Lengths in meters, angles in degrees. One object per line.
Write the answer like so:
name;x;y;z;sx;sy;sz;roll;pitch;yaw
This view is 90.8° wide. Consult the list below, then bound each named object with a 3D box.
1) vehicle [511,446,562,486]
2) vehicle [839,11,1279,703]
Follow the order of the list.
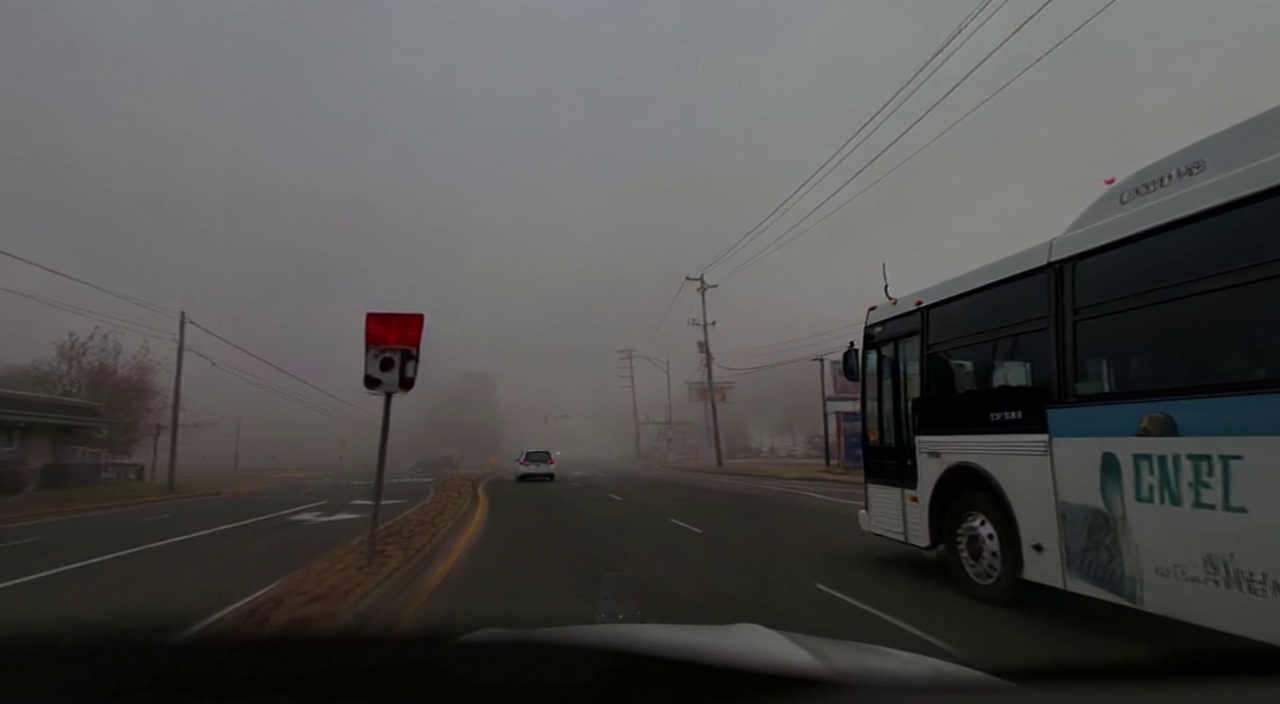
vehicle;-4.726;5.060;28.370;2.032;1.621;4.082;2;-9;-12
vehicle;4.712;-0.116;2.276;3.028;3.353;12.630;0;-9;-4
